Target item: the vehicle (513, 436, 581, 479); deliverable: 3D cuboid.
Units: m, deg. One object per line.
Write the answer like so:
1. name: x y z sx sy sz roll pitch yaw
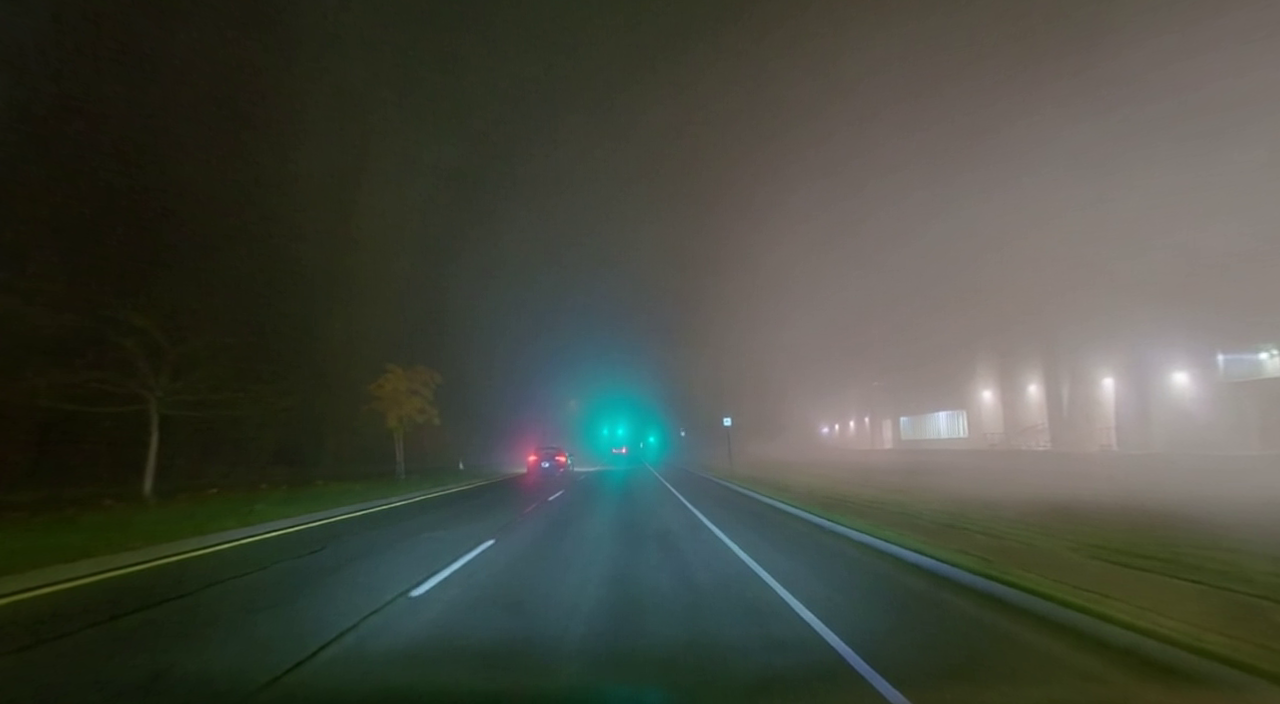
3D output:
1. vehicle: -3.904 4.536 27.398 2.202 1.685 4.772 0 -9 0
